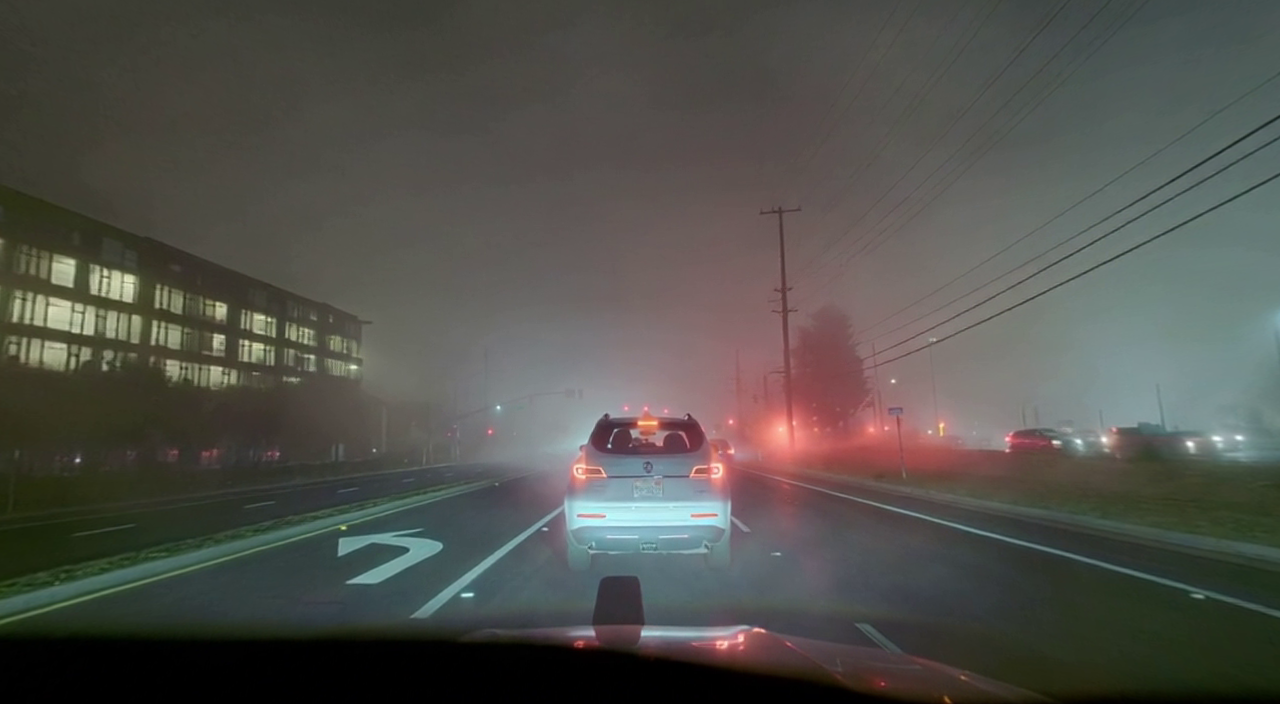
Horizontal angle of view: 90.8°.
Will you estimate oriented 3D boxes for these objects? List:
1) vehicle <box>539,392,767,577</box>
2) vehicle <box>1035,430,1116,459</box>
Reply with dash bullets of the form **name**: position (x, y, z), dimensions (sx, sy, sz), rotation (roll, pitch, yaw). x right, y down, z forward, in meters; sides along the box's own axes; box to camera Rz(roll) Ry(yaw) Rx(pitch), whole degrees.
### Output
- **vehicle**: position (0.121, 1.604, 8.339), dimensions (2.189, 1.776, 4.342), rotation (0, -9, 0)
- **vehicle**: position (33.926, 7.262, 49.495), dimensions (2.400, 2.035, 6.402), rotation (-1, -9, 7)
